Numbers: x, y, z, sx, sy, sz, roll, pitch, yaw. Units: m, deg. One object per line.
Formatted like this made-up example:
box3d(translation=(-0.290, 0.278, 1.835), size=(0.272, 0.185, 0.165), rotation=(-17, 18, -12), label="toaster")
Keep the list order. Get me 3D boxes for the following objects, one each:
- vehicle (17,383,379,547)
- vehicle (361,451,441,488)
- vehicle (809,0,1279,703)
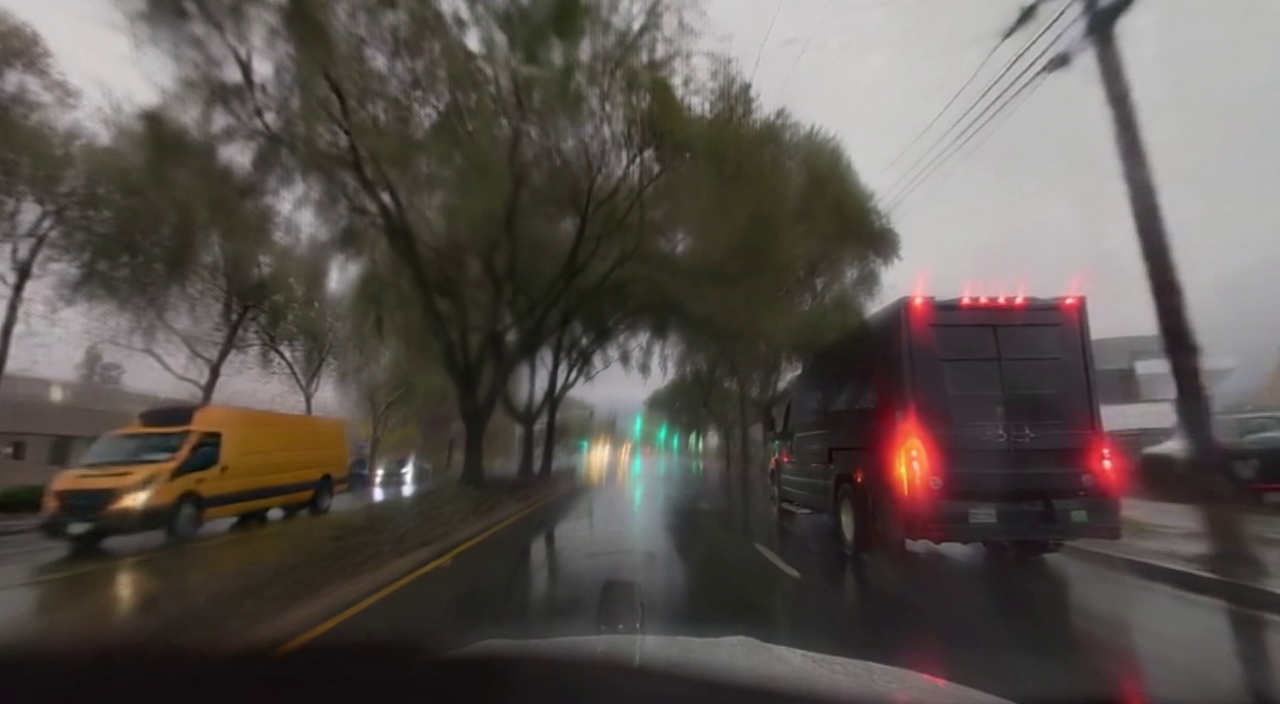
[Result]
box3d(translation=(-10.258, 2.829, 16.649), size=(3.257, 3.085, 9.164), rotation=(0, -9, -3), label="vehicle")
box3d(translation=(-13.830, 6.791, 37.022), size=(2.290, 1.943, 5.833), rotation=(-1, -9, 1), label="vehicle")
box3d(translation=(3.976, 0.243, 4.187), size=(2.731, 3.407, 10.262), rotation=(0, -9, -1), label="vehicle")
